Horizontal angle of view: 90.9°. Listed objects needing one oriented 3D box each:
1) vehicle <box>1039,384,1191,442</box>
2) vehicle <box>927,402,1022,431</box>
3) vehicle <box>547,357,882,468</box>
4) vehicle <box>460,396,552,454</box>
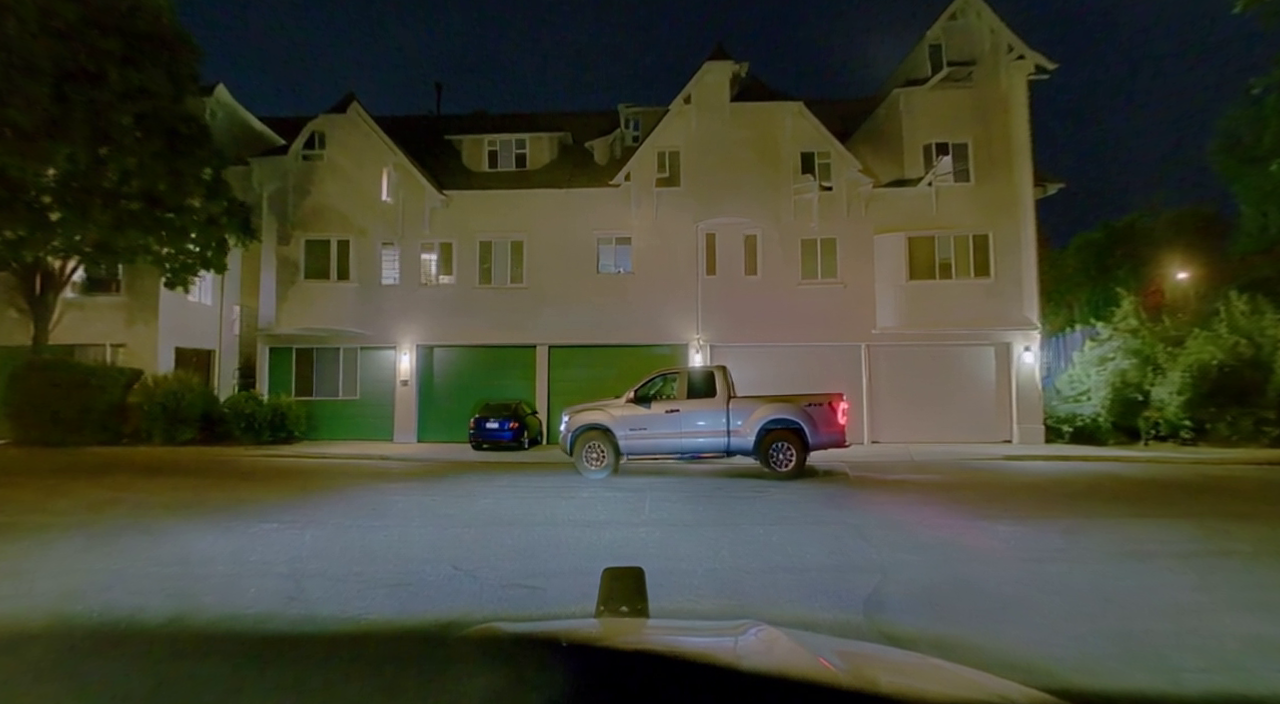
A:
[{"bbox_3d":[16.393,2.146,21.948,3.770,1.496,1.951,6,-9,3],"label":"vehicle"},{"bbox_3d":[17.258,3.346,32.693,3.897,1.416,1.703,-1,-8,3],"label":"vehicle"},{"bbox_3d":[1.265,1.176,11.778,5.600,1.835,2.161,-1,-8,2],"label":"vehicle"},{"bbox_3d":[-4.187,2.271,20.339,1.869,1.460,3.826,-3,-2,4],"label":"vehicle"}]
